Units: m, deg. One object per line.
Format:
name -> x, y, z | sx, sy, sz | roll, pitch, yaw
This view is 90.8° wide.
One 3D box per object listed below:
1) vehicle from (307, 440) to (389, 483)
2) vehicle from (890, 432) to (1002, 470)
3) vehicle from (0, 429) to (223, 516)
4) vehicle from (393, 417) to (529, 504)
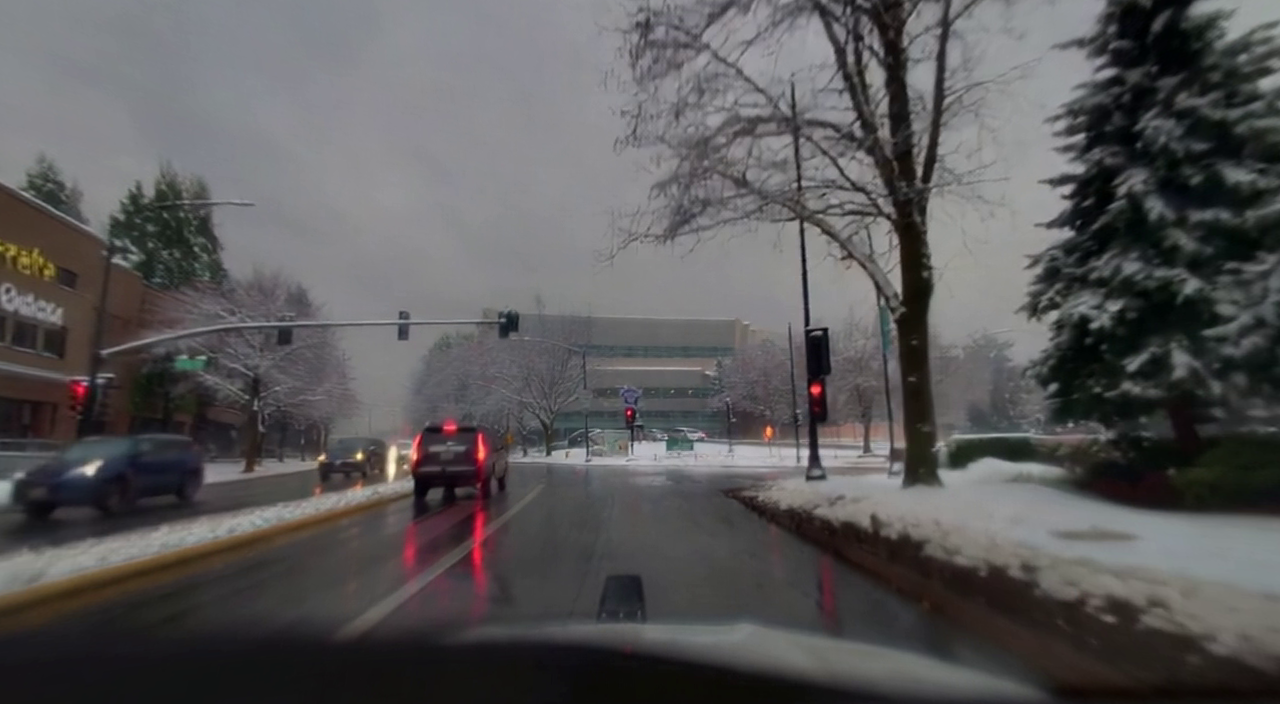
vehicle -> -13.228, 4.948, 28.967 | 2.433, 1.784, 4.681 | 2, -9, -13
vehicle -> 15.390, 5.020, 32.093 | 4.857, 1.803, 2.147 | -3, -9, 21
vehicle -> -15.806, 3.573, 19.430 | 2.555, 2.199, 5.958 | 1, -9, -9
vehicle -> -4.184, 2.644, 15.773 | 2.134, 1.799, 5.082 | 0, -9, -3
